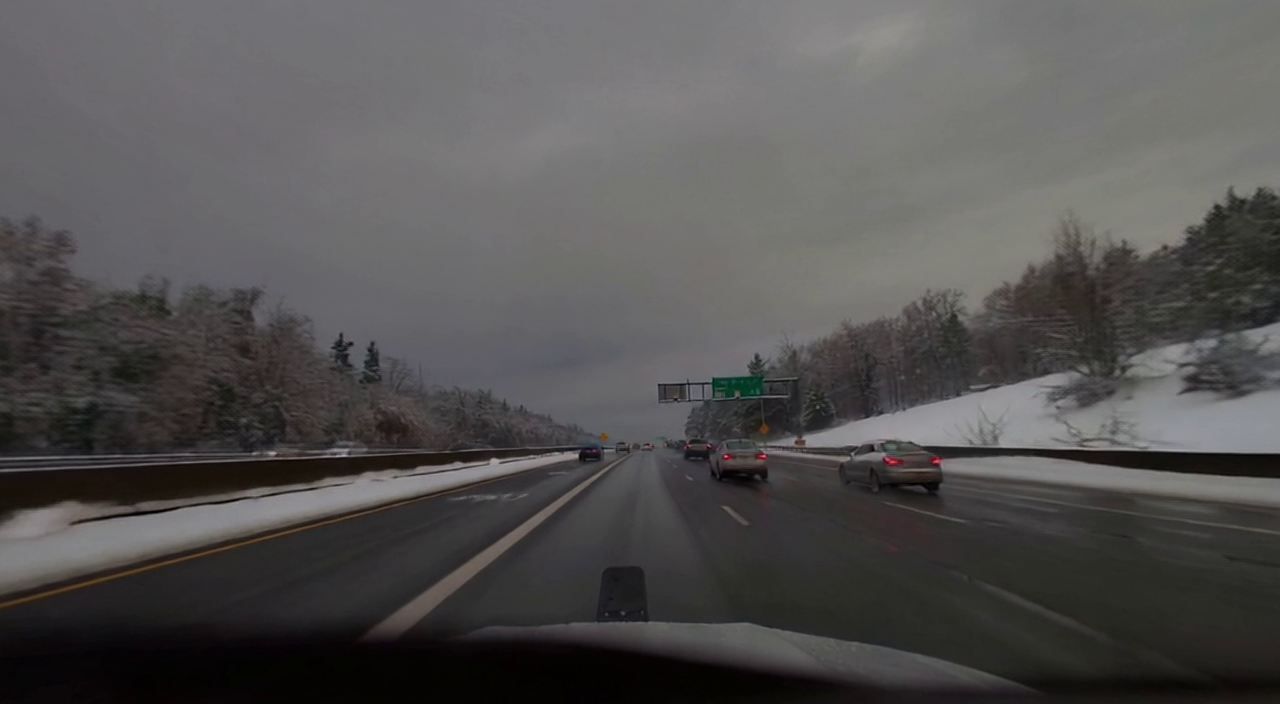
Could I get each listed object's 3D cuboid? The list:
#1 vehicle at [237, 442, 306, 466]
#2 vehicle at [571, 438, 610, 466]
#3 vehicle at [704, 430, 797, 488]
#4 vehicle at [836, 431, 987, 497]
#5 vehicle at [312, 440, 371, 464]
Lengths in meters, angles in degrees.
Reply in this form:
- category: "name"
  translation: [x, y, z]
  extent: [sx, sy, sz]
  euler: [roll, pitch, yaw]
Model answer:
- category: "vehicle"
  translation: [-26.727, 7.419, 45.917]
  extent: [2.001, 1.615, 4.744]
  euler: [-1, -8, 2]
- category: "vehicle"
  translation: [-3.230, 6.642, 42.067]
  extent: [2.106, 1.682, 4.395]
  euler: [-1, -8, 2]
- category: "vehicle"
  translation: [3.387, 3.387, 20.323]
  extent: [2.146, 1.639, 4.475]
  euler: [0, -8, -1]
- category: "vehicle"
  translation: [7.193, 3.015, 17.424]
  extent: [1.988, 1.518, 4.856]
  euler: [0, -8, 0]
- category: "vehicle"
  translation: [-22.010, 7.393, 46.757]
  extent: [2.003, 1.646, 4.699]
  euler: [-1, -8, 1]
